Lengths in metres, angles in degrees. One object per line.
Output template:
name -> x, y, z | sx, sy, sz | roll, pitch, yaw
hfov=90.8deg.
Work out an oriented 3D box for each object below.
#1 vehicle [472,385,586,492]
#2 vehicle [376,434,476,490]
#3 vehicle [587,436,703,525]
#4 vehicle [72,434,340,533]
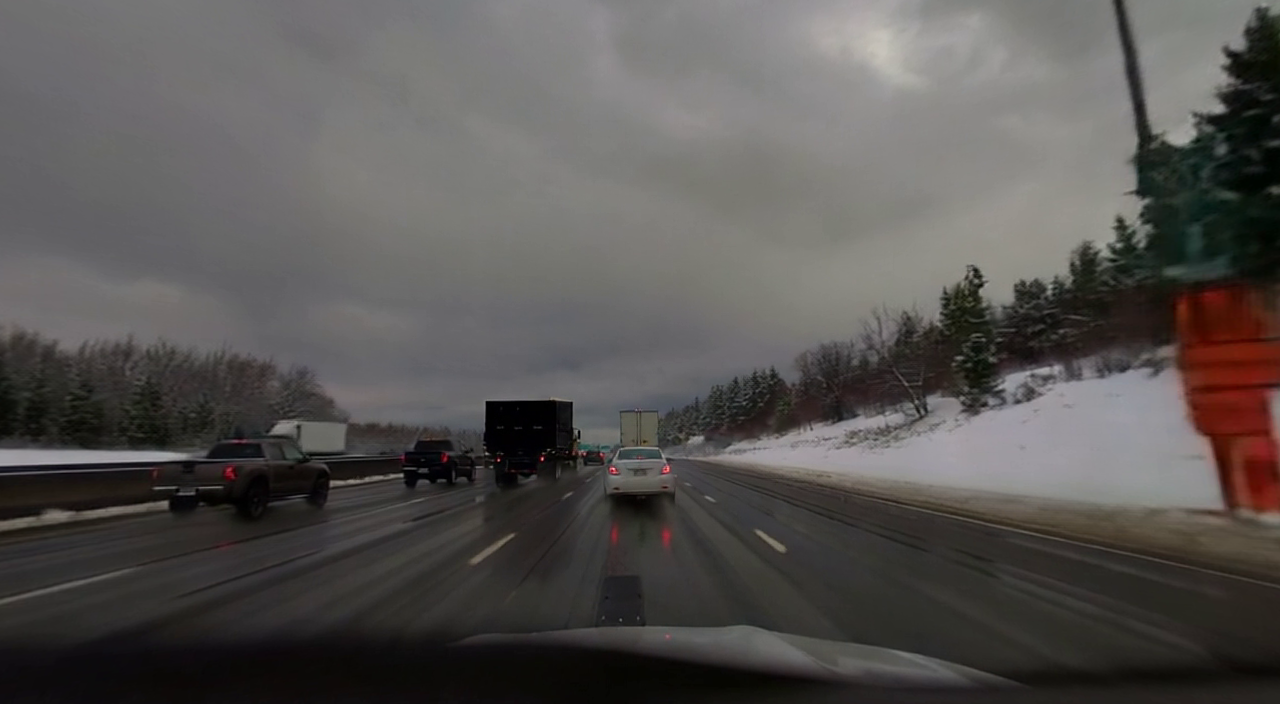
vehicle -> -3.811, 3.290, 23.601 | 2.812, 3.342, 7.248 | -1, -9, 1
vehicle -> -7.432, 3.865, 22.455 | 1.952, 1.746, 4.332 | -1, -9, 1
vehicle -> 0.052, 2.471, 12.563 | 1.995, 1.495, 3.380 | 0, -9, -1
vehicle -> -7.948, 2.434, 12.291 | 1.879, 1.521, 4.623 | -1, -9, 1
